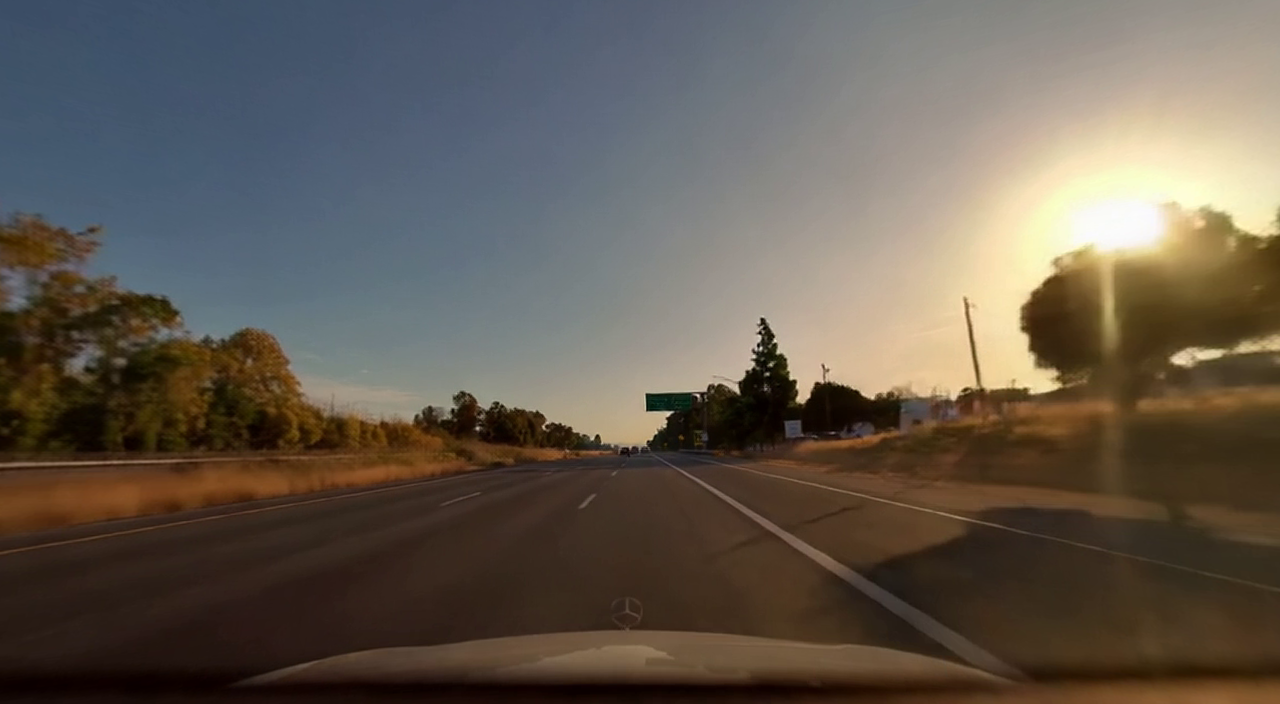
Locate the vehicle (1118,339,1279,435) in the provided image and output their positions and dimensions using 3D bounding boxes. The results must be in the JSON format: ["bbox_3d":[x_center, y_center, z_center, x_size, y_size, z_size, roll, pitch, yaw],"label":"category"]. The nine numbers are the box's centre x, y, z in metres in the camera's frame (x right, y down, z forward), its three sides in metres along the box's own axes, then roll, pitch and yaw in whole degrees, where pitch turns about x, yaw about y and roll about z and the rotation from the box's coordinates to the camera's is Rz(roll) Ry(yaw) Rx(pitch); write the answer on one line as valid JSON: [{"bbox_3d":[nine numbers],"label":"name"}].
[{"bbox_3d":[24.786,1.723,26.291,3.216,3.341,8.290,0,-8,1],"label":"vehicle"}]

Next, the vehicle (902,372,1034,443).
[{"bbox_3d":[17.195,3.162,33.850,2.821,3.355,7.583,0,-8,-1],"label":"vehicle"}]
